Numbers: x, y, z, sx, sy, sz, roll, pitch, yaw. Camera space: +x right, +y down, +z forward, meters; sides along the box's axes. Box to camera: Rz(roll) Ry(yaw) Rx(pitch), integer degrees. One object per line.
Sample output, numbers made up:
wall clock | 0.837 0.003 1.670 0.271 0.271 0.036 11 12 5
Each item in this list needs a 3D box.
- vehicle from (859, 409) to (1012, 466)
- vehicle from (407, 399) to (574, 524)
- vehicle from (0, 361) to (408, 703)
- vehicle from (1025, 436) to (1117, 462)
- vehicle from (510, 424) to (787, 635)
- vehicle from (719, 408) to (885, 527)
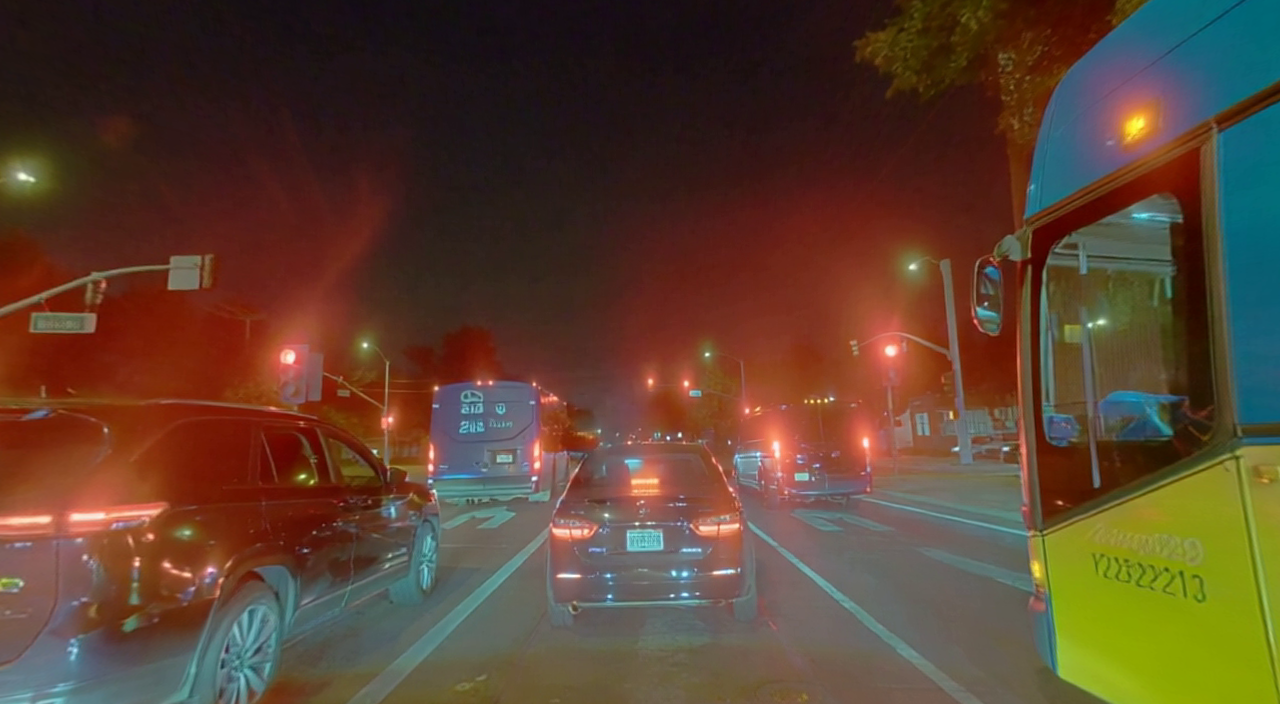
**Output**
vehicle | 17.581 5.133 37.920 7.839 3.213 2.628 0 -9 -3
vehicle | -2.942 2.348 13.951 2.335 2.221 5.165 0 -8 1
vehicle | -3.415 1.175 4.621 1.921 1.701 3.989 0 -8 0
vehicle | 25.860 5.825 37.986 4.229 1.489 1.794 0 -8 -1
vehicle | 0.057 1.546 6.405 1.976 1.485 3.624 0 -8 0
vehicle | 3.144 2.399 13.672 2.143 2.036 5.367 0 -8 0
